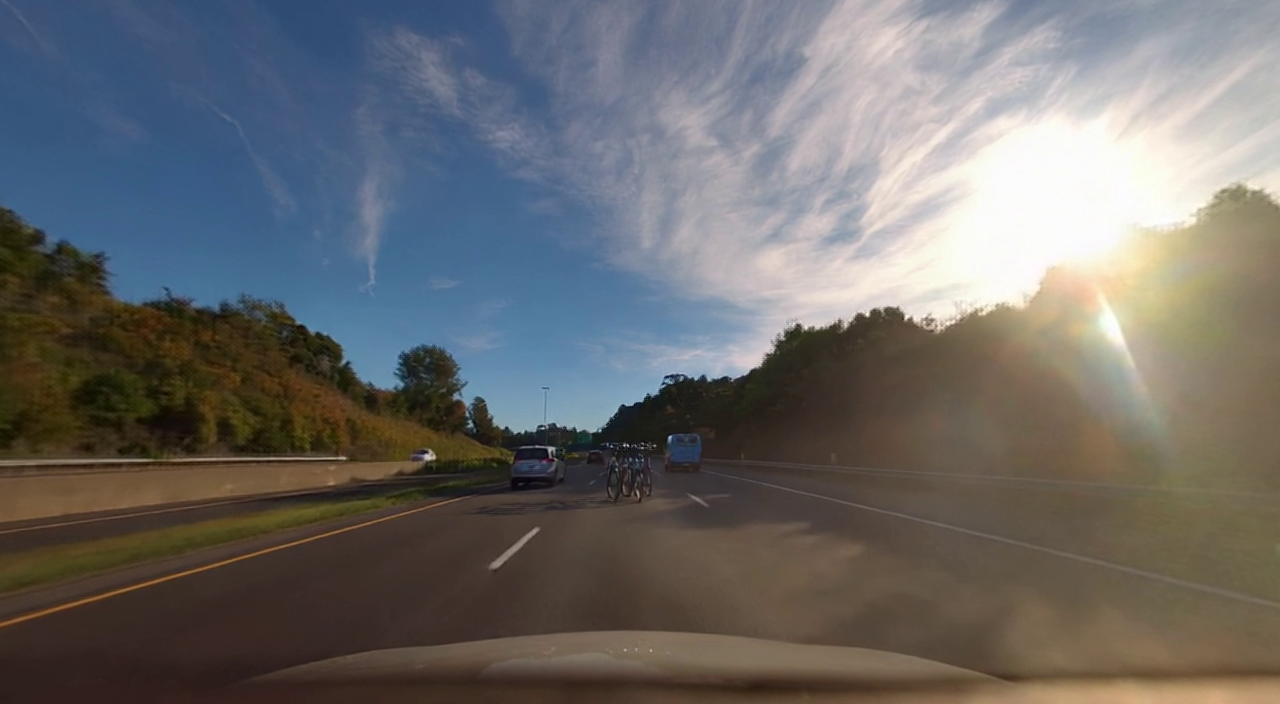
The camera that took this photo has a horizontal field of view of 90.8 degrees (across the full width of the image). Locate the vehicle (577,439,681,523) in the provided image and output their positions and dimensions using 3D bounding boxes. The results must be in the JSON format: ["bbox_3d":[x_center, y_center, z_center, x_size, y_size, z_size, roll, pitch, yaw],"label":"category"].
[{"bbox_3d":[-0.194,2.722,13.714,1.973,1.574,3.426,0,-9,1],"label":"vehicle"}]

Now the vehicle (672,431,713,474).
[{"bbox_3d":[3.455,6.816,42.701,2.234,2.679,5.372,0,-9,-1],"label":"vehicle"}]

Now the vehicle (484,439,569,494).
[{"bbox_3d":[-3.703,3.859,21.546,1.985,1.671,4.604,0,-9,1],"label":"vehicle"}]

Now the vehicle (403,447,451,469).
[{"bbox_3d":[-15.879,7.933,47.324,1.985,1.562,4.522,0,-9,0],"label":"vehicle"}]
